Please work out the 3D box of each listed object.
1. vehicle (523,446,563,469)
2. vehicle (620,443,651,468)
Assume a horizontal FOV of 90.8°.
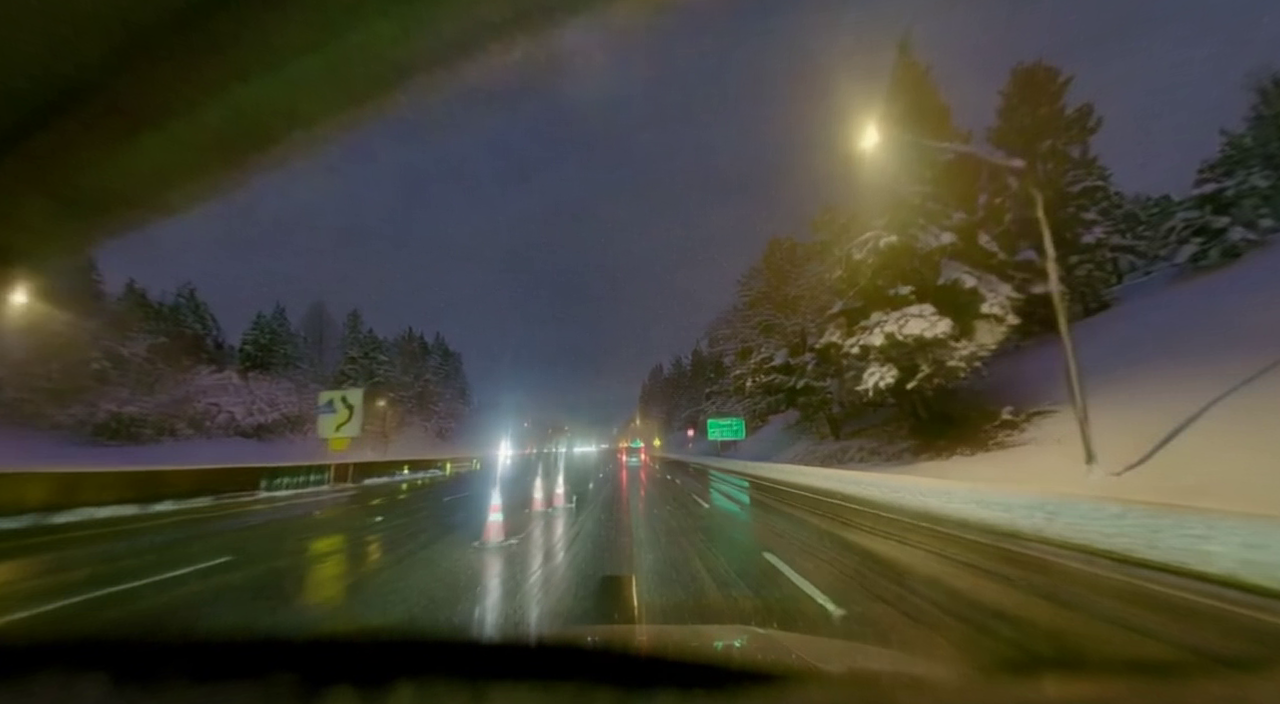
[{"bbox_3d":[-6.506,7.120,42.834,1.997,1.507,4.248,0,-9,0],"label":"vehicle"},{"bbox_3d":[-0.323,7.264,44.440,2.109,1.638,3.856,0,-9,-1],"label":"vehicle"}]
